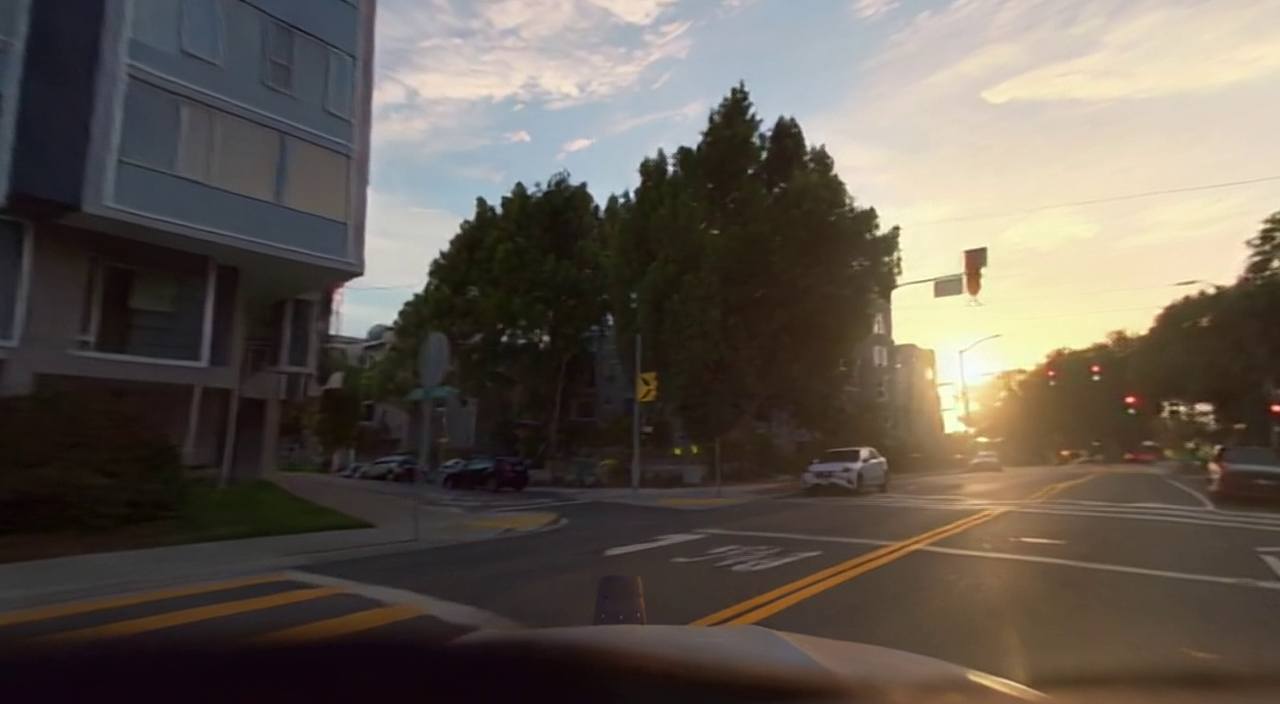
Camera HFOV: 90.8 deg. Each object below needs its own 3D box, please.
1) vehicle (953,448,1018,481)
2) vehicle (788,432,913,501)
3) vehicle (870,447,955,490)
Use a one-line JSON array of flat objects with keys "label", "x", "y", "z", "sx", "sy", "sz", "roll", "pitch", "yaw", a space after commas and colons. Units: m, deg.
[{"label": "vehicle", "x": 17.601, "y": 5.656, "z": 32.089, "sx": 1.934, "sy": 1.484, "sz": 4.630, "roll": -7, "pitch": -11, "yaw": 39}, {"label": "vehicle", "x": 6.525, "y": 3.409, "z": 19.262, "sx": 1.993, "sy": 1.817, "sz": 4.619, "roll": -7, "pitch": -11, "yaw": 39}, {"label": "vehicle", "x": 10.382, "y": 4.326, "z": 23.871, "sx": 1.789, "sy": 1.462, "sz": 4.313, "roll": -7, "pitch": -11, "yaw": 38}]
